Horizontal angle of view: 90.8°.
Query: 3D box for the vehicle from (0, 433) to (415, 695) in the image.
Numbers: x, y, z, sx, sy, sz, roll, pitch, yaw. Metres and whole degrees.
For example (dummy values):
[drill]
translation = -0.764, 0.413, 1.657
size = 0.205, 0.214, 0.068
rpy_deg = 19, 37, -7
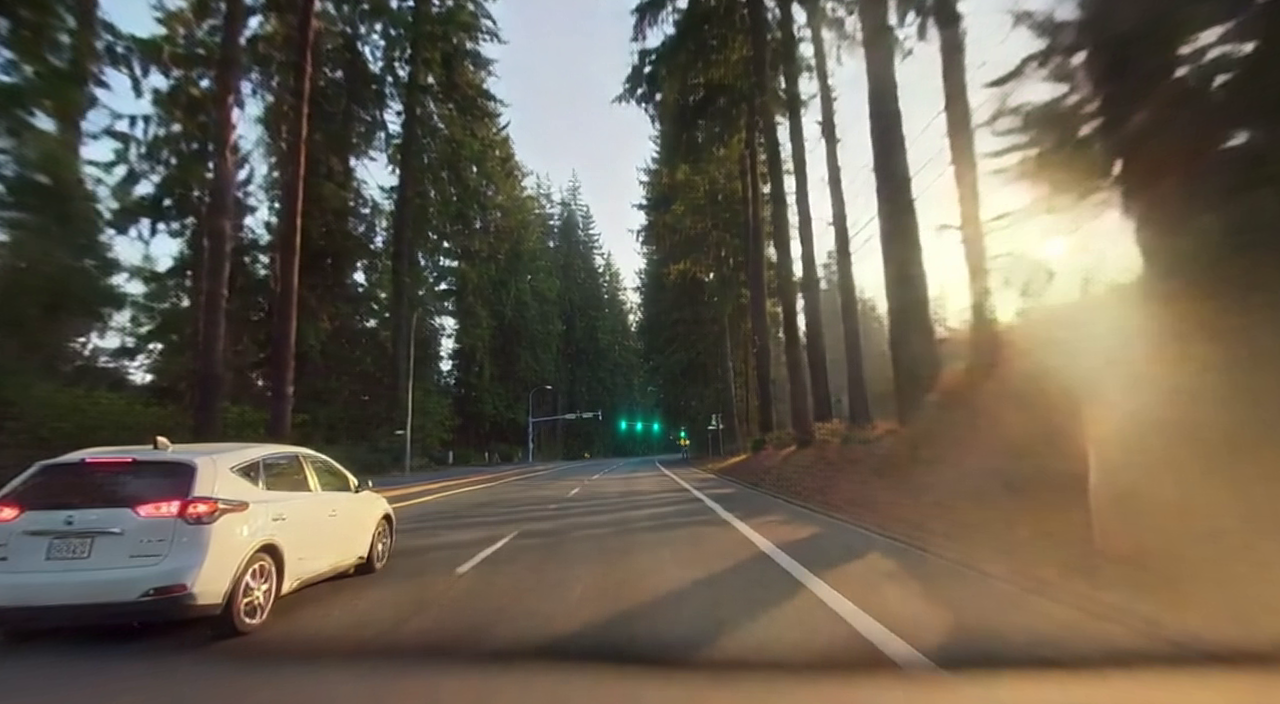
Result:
[vehicle]
translation = -3.779, 1.492, 5.660
size = 1.946, 1.437, 4.154
rpy_deg = 0, -8, 1
